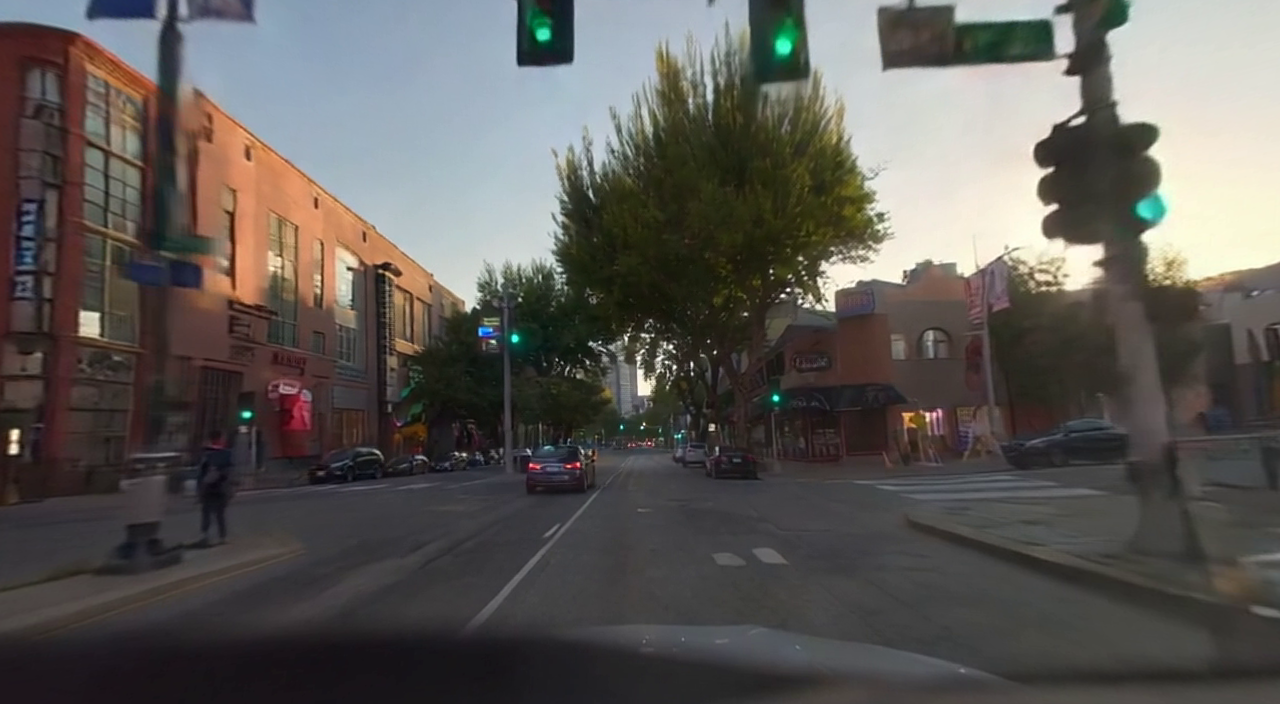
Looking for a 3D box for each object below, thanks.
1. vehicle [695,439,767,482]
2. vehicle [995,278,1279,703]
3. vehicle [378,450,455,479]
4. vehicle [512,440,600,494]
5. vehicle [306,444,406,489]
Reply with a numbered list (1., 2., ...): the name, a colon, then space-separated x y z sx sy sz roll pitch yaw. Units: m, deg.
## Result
1. vehicle: 3.346 4.100 24.137 1.950 1.462 4.807 0 -8 -1
2. vehicle: 3.125 0.488 0.723 2.286 1.777 5.366 0 -8 0
3. vehicle: -12.381 6.143 34.802 4.305 1.463 2.020 -7 -11 39
4. vehicle: -2.421 3.444 19.350 2.030 1.436 4.388 0 -8 1
5. vehicle: -12.316 4.850 27.199 4.737 1.741 2.092 -8 -11 41
